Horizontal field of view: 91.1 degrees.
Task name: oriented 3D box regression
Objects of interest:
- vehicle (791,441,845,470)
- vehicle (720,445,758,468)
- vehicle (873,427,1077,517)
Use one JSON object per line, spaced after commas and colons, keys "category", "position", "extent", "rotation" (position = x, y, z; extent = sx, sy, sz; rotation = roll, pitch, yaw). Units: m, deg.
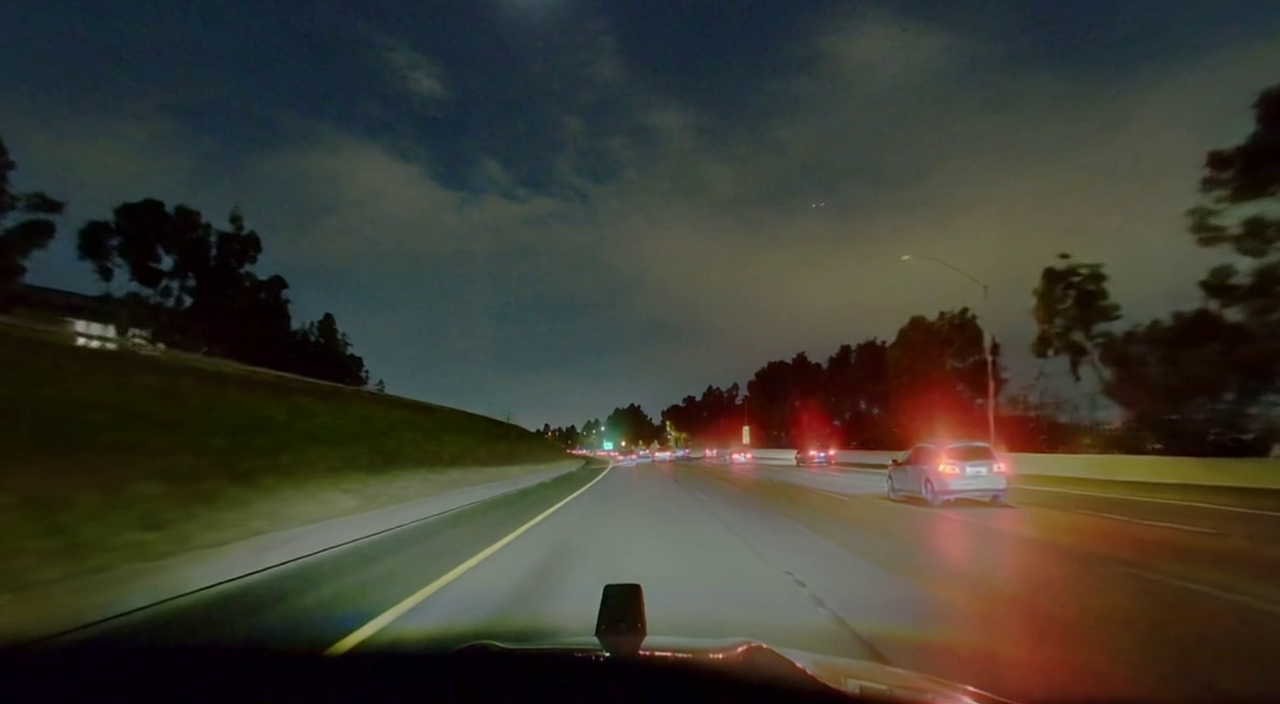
{"category": "vehicle", "position": [10.759, 6.234, 38.167], "extent": [1.986, 1.644, 4.126], "rotation": [1, -8, -1]}
{"category": "vehicle", "position": [6.771, 7.159, 43.367], "extent": [1.940, 1.482, 3.644], "rotation": [1, -8, -2]}
{"category": "vehicle", "position": [7.286, 2.636, 14.381], "extent": [2.048, 1.697, 4.689], "rotation": [0, -8, 0]}
